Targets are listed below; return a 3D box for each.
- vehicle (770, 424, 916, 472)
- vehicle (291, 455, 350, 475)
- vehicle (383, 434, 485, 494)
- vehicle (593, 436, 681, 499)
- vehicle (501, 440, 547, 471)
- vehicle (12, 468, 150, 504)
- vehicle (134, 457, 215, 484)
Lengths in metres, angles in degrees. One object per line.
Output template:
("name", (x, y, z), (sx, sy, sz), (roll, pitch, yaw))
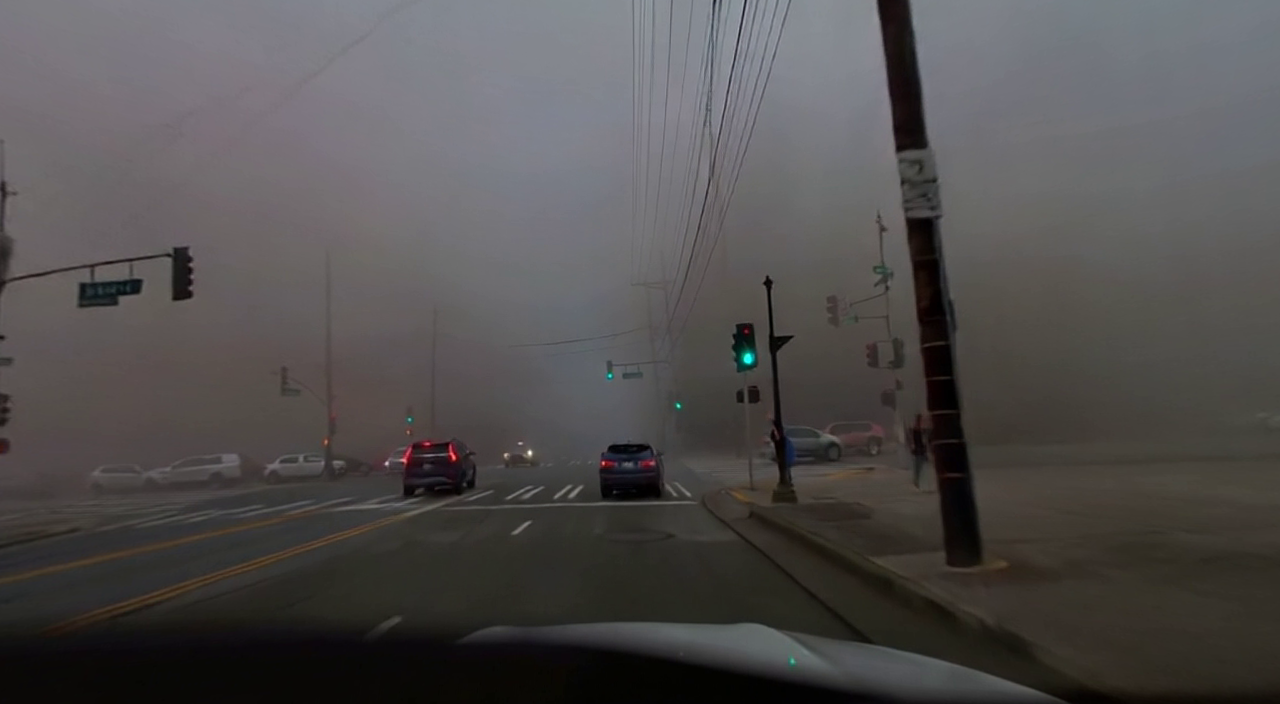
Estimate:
("vehicle", (7.483, 3.559, 23.563), (4.714, 1.686, 1.973), (1, -8, -8))
("vehicle", (-23.054, 8.167, 45.691), (3.360, 1.392, 1.674), (-1, -9, 0))
("vehicle", (-6.638, 3.627, 20.892), (2.063, 1.751, 4.229), (0, -8, -2))
("vehicle", (0.064, 3.121, 17.497), (2.059, 1.497, 4.260), (-1, -8, 5))
("vehicle", (-5.936, 5.192, 31.973), (2.097, 1.457, 4.439), (2, -8, -12))
("vehicle", (-26.045, 6.257, 29.580), (4.479, 1.484, 2.036), (0, -8, 0))
("vehicle", (-34.776, 8.841, 47.308), (4.492, 1.880, 1.879), (0, -8, -1))
